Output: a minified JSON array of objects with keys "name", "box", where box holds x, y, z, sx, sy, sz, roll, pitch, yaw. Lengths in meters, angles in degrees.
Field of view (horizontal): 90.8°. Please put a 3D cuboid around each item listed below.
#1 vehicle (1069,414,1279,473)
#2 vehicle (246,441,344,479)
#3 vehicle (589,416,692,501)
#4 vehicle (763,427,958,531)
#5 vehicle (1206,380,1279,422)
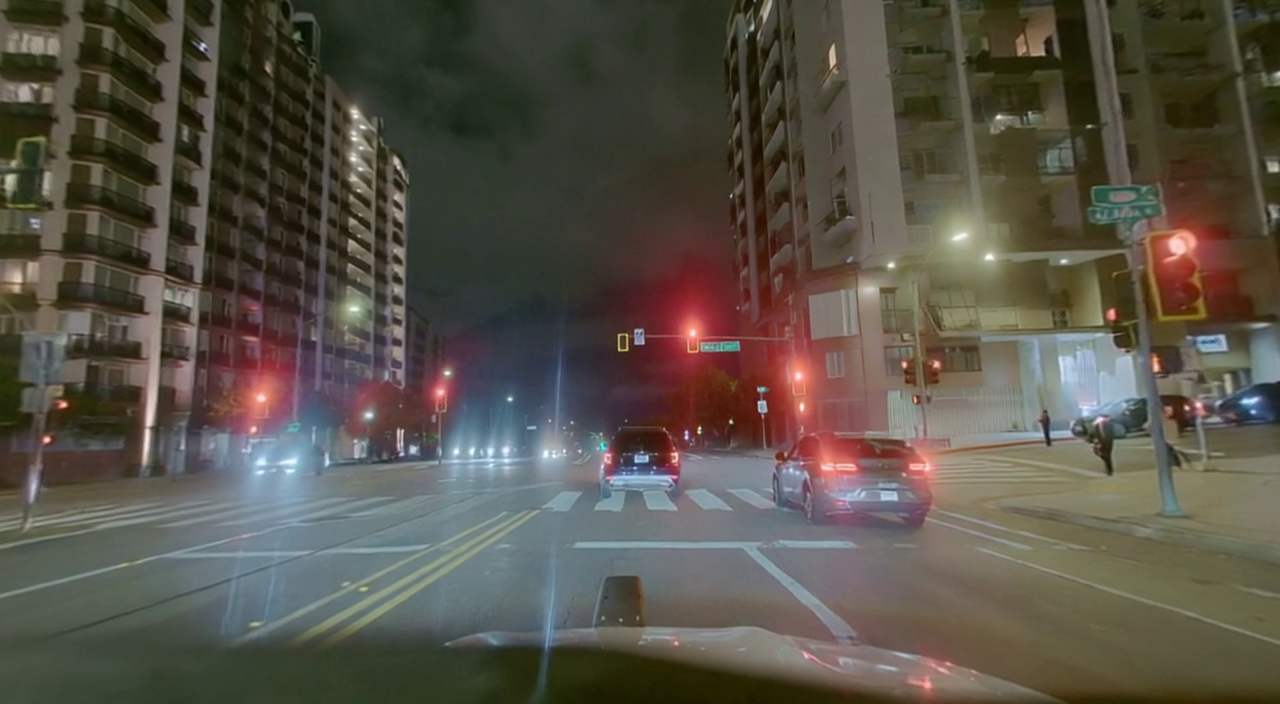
[{"name":"vehicle","box":[14.231,2.419,16.715,4.354,1.466,1.863,0,-9,1]},{"name":"vehicle","box":[-16.816,5.261,31.150,2.132,1.710,4.504,0,-9,2]},{"name":"vehicle","box":[0.071,2.570,15.475,2.168,1.776,4.135,0,-9,2]},{"name":"vehicle","box":[3.745,2.242,11.745,1.987,1.538,4.510,0,-9,0]},{"name":"vehicle","box":[26.630,2.064,26.327,4.287,1.639,1.729,0,-9,1]}]
